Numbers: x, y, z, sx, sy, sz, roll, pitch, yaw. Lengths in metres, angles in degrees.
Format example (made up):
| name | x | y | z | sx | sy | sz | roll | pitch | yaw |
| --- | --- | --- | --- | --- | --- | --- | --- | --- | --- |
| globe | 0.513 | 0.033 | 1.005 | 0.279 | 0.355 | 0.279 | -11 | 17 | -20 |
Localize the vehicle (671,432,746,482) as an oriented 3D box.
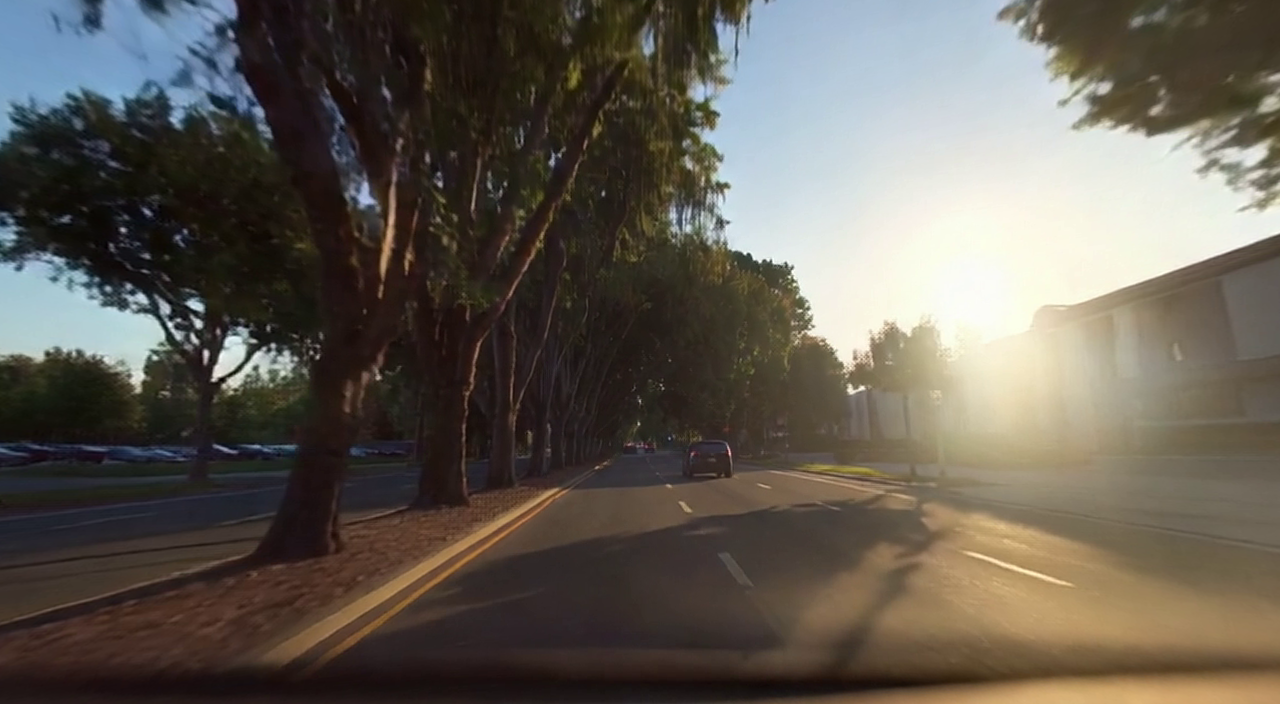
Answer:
| name | x | y | z | sx | sy | sz | roll | pitch | yaw |
| --- | --- | --- | --- | --- | --- | --- | --- | --- | --- |
| vehicle | 2.494 | 3.987 | 24.325 | 2.240 | 1.740 | 4.605 | 0 | -8 | -2 |
